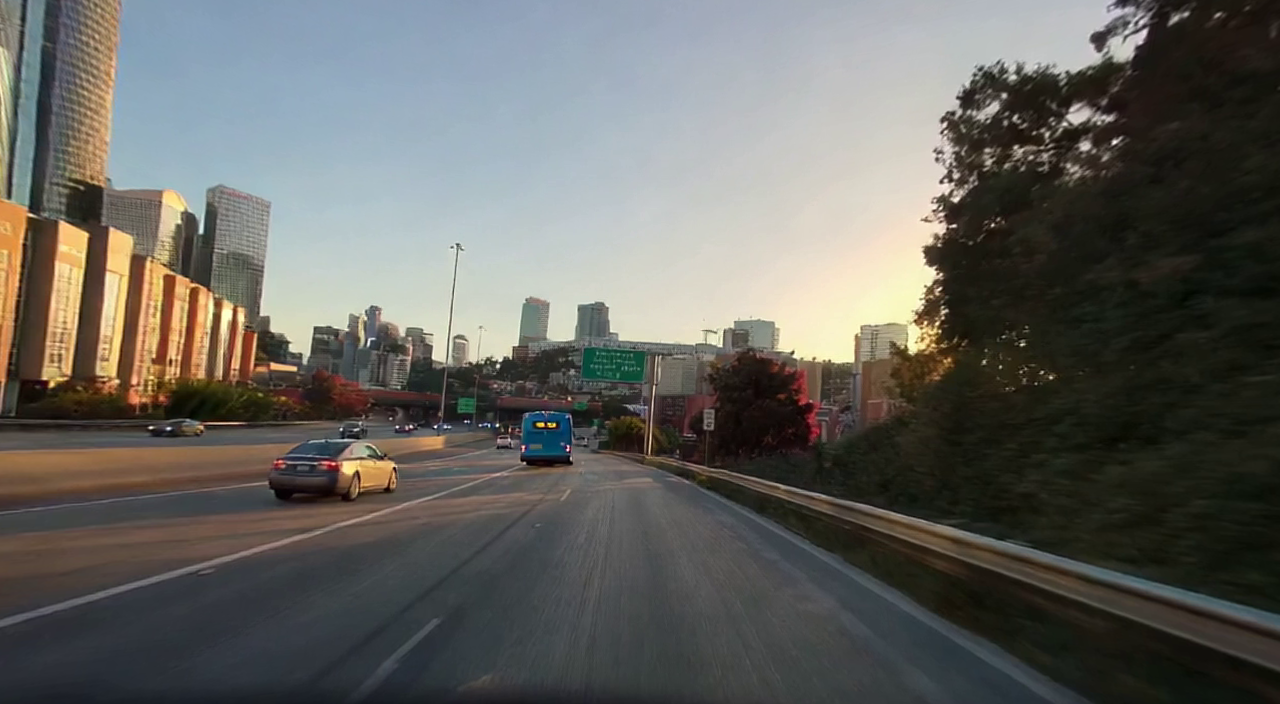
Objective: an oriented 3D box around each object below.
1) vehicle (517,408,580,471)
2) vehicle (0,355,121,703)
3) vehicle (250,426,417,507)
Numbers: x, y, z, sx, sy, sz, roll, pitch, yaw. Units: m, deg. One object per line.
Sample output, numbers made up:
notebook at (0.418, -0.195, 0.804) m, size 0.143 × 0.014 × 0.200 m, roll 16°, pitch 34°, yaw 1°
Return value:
vehicle at (-5.092, 4.783, 34.601) m, size 2.888 × 2.944 × 8.373 m, roll 2°, pitch -8°, yaw -9°
vehicle at (-3.887, 0.643, 1.155) m, size 2.056 × 1.728 × 4.413 m, roll 0°, pitch -9°, yaw 0°
vehicle at (-7.319, 2.778, 15.665) m, size 1.993 × 1.690 × 4.450 m, roll 0°, pitch -9°, yaw -2°
